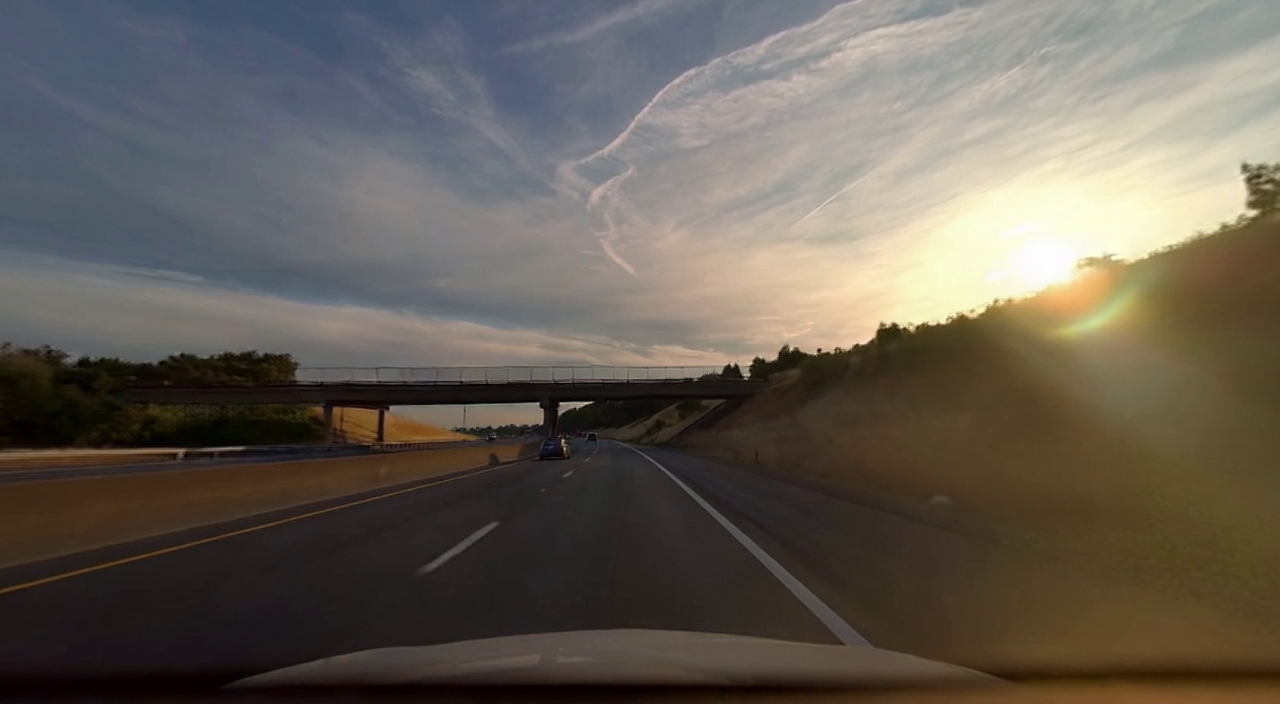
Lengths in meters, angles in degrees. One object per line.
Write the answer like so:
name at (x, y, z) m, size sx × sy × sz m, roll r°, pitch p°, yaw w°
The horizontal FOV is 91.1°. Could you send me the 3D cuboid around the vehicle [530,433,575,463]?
vehicle at (-4.785, 5.276, 34.842) m, size 2.005 × 1.509 × 4.260 m, roll 0°, pitch -8°, yaw -1°
